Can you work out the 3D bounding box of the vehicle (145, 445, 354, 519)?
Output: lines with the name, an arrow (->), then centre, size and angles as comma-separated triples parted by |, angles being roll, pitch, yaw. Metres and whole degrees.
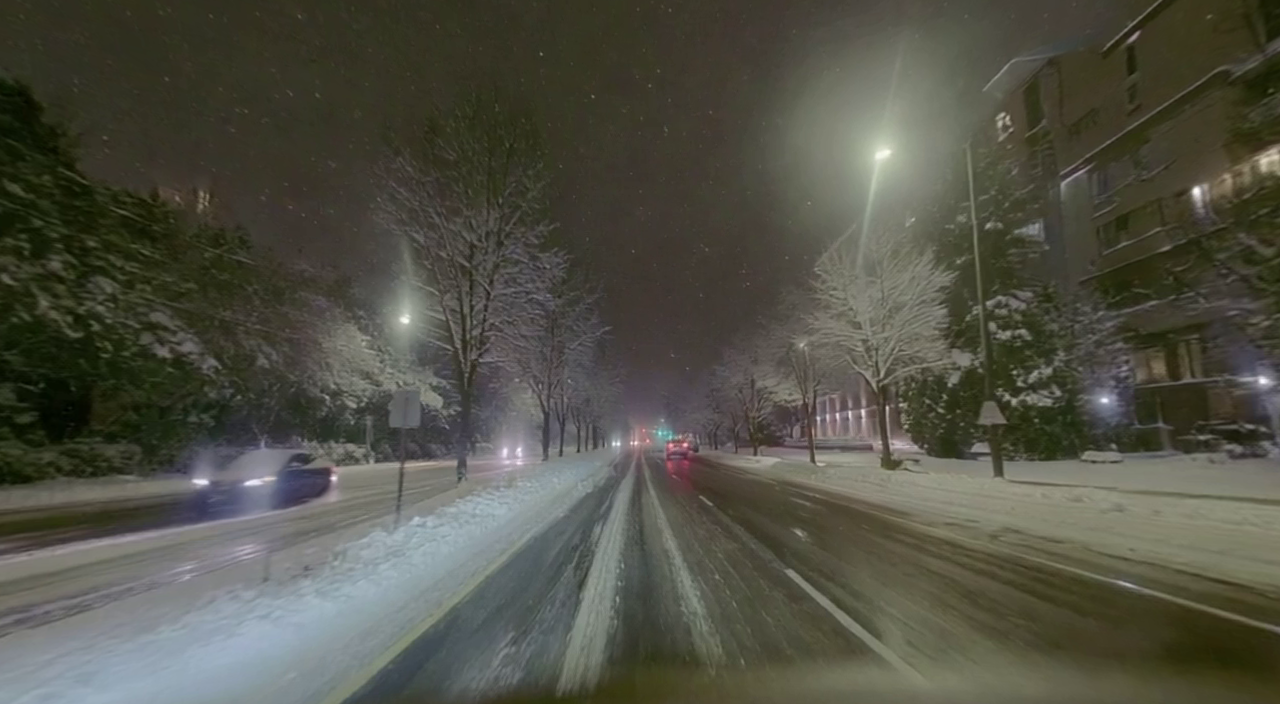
vehicle -> -8.772, 2.919, 14.816 | 1.882, 1.437, 4.672 | 0, -8, 0
